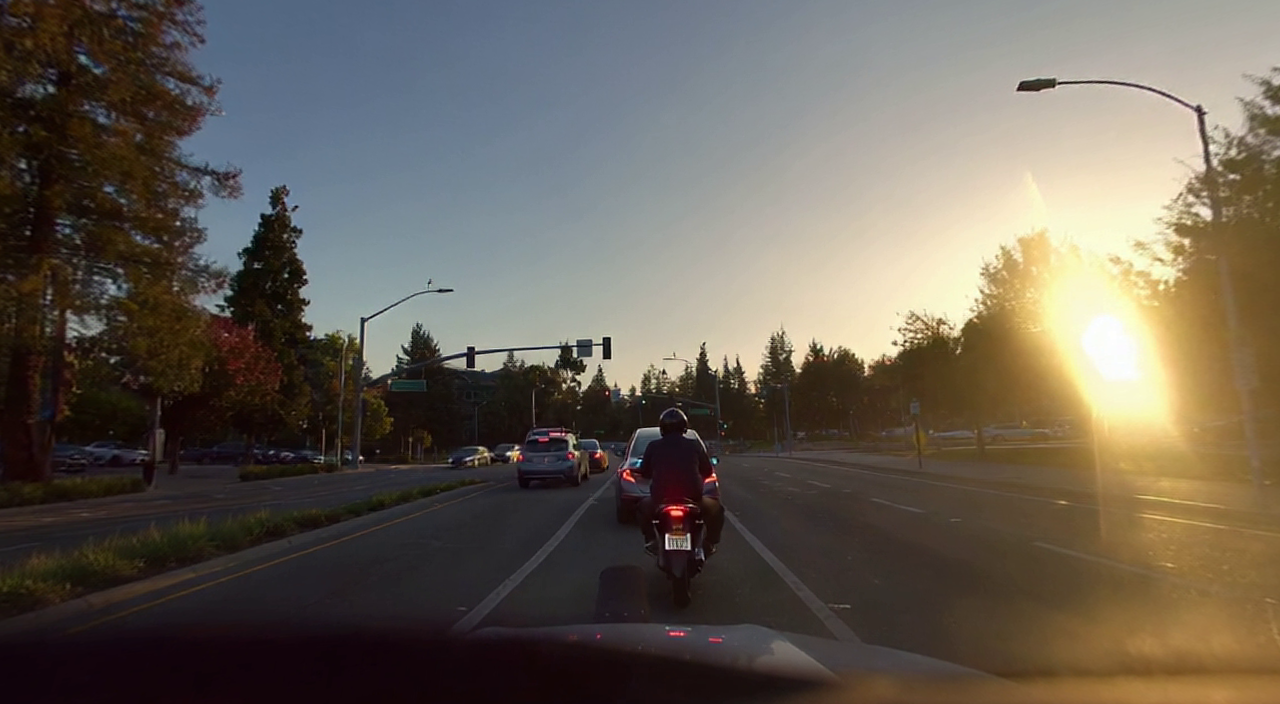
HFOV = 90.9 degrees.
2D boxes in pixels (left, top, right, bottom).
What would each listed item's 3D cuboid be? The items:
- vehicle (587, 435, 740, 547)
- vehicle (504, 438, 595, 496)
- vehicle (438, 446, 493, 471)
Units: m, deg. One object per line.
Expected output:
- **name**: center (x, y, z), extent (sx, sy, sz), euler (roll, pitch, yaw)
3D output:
- **vehicle**: center (0.331, 2.171, 10.664), extent (2.009, 1.450, 4.608), euler (-1, -8, 1)
- **vehicle**: center (-2.533, 3.313, 18.609), extent (1.979, 1.499, 3.840), euler (-1, -8, 2)
- **vehicle**: center (-11.047, 6.762, 40.268), extent (1.936, 1.425, 4.630), euler (-1, -8, 4)
